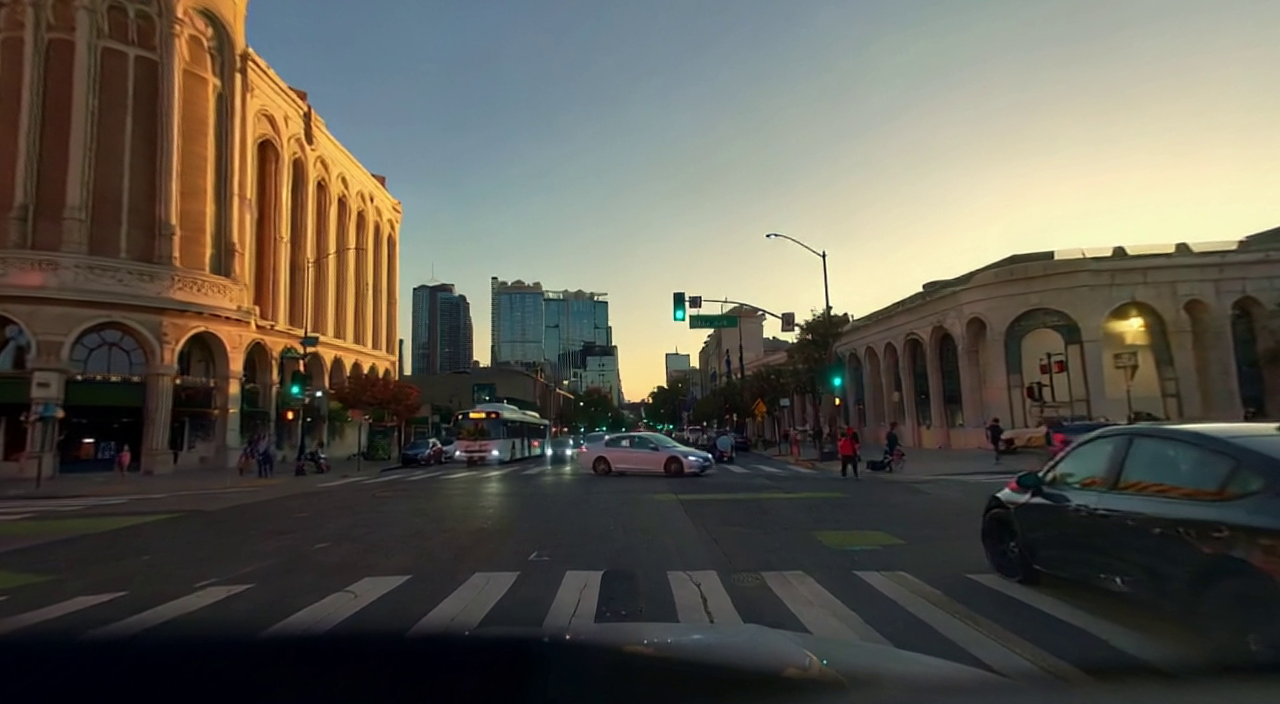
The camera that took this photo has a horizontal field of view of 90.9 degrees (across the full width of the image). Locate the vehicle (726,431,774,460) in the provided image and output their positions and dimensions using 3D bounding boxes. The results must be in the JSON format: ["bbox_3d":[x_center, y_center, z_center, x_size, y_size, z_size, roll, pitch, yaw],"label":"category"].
[{"bbox_3d":[6.273,5.386,36.382,1.926,1.574,3.961,0,-8,-2],"label":"vehicle"}]

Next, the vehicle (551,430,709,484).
[{"bbox_3d":[-0.480,3.291,20.125,2.050,1.465,5.388,7,-11,-40],"label":"vehicle"}]

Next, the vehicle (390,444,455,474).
[{"bbox_3d":[-11.919,5.845,34.811,1.998,1.505,4.405,0,-8,0],"label":"vehicle"}]

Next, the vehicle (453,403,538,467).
[{"bbox_3d":[-8.674,5.245,39.369,2.916,3.427,10.189,0,-8,0],"label":"vehicle"}]

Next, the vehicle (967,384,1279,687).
[{"bbox_3d":[4.447,1.189,5.110,2.006,1.495,4.271,-2,-8,11],"label":"vehicle"}]
